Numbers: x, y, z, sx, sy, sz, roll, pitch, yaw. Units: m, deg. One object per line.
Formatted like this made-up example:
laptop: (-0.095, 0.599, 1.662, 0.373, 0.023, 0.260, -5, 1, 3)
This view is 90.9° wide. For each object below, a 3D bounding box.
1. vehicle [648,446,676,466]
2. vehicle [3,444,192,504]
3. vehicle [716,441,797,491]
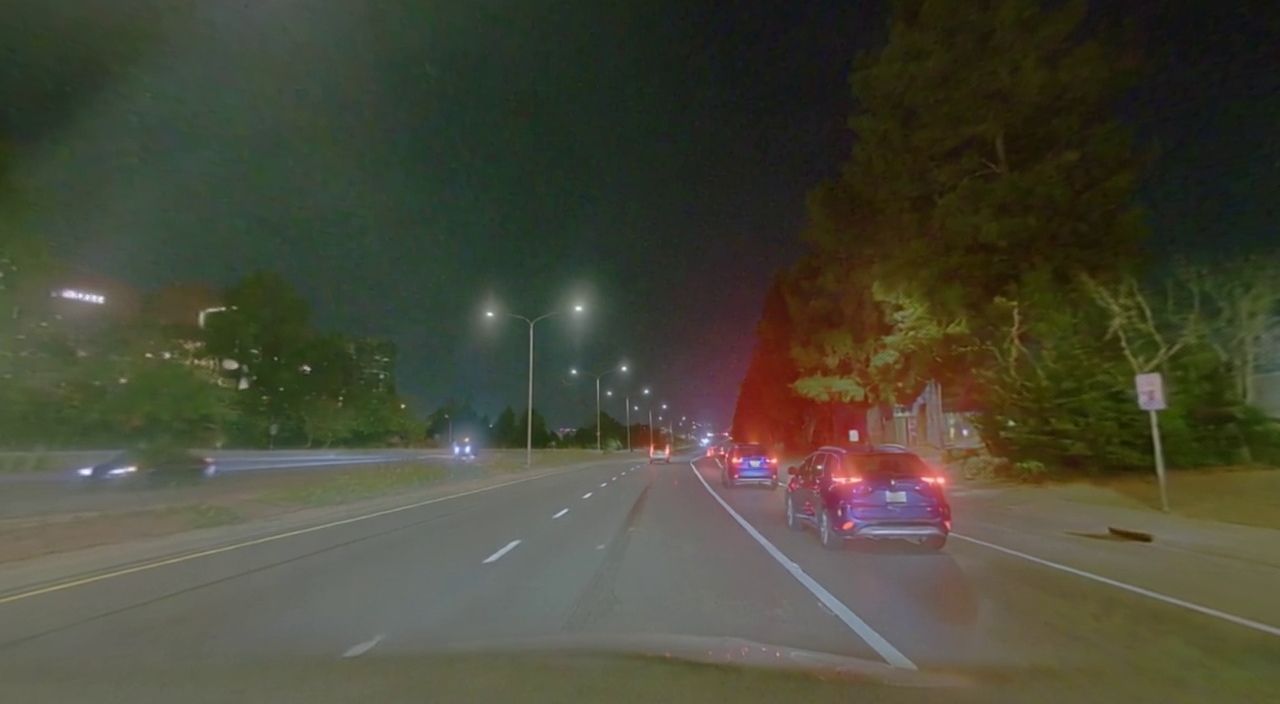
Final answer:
vehicle: (1.759, 8.086, 49.284, 2.059, 1.477, 3.988, -1, -9, 4)
vehicle: (-14.696, 3.286, 17.435, 1.809, 1.434, 3.952, 0, -9, -3)
vehicle: (3.879, 3.891, 21.880, 1.981, 1.499, 4.536, 0, -9, 1)
